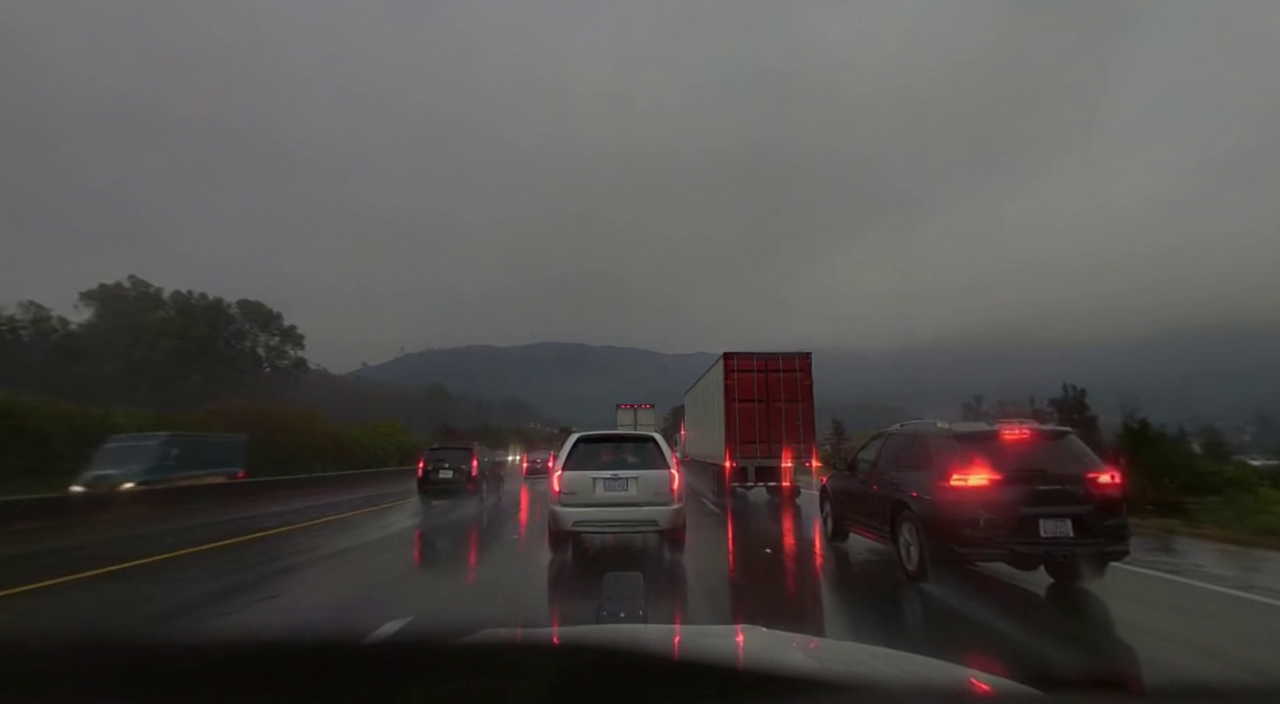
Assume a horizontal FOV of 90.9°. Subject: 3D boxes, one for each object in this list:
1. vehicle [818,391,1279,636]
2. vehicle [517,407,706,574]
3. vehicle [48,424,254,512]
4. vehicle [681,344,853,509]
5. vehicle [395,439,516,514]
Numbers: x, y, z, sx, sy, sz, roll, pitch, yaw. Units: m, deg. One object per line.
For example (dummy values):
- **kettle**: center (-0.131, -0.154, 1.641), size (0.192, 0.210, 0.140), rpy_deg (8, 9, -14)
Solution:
- **vehicle**: center (3.707, 1.522, 6.942), size (2.076, 1.751, 4.666), rpy_deg (0, -9, 0)
- **vehicle**: center (-0.341, 1.835, 9.025), size (2.037, 1.792, 4.194), rpy_deg (0, -9, -1)
- **vehicle**: center (-16.746, 3.999, 22.242), size (2.312, 2.629, 6.031), rpy_deg (0, -9, 0)
- **vehicle**: center (3.700, 3.254, 24.803), size (3.032, 4.051, 18.805), rpy_deg (0, -9, 0)
- **vehicle**: center (-4.390, 3.010, 15.653), size (1.789, 1.620, 3.841), rpy_deg (0, -9, 0)
